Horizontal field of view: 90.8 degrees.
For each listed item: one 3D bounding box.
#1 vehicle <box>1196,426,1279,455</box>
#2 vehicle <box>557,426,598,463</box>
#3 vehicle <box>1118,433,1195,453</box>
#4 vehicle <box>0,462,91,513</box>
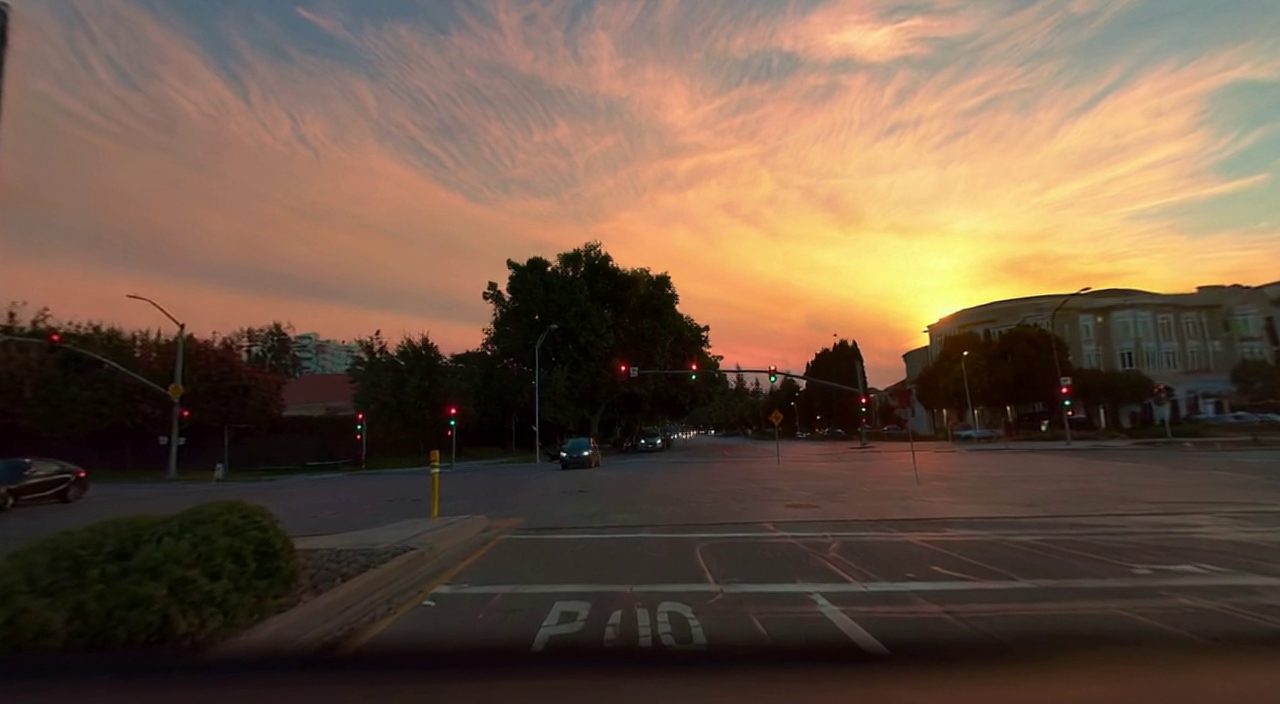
[{"bbox_3d":[40.097,5.885,41.873,2.173,1.751,4.931,-1,-8,5],"label":"vehicle"},{"bbox_3d":[-4.602,6.953,47.478,2.522,2.605,6.598,0,-8,-1],"label":"vehicle"},{"bbox_3d":[40.478,7.148,49.685,2.258,1.508,4.668,0,-8,2],"label":"vehicle"},{"bbox_3d":[-24.458,5.161,24.311,4.706,1.734,2.253,-1,-8,5],"label":"vehicle"}]
